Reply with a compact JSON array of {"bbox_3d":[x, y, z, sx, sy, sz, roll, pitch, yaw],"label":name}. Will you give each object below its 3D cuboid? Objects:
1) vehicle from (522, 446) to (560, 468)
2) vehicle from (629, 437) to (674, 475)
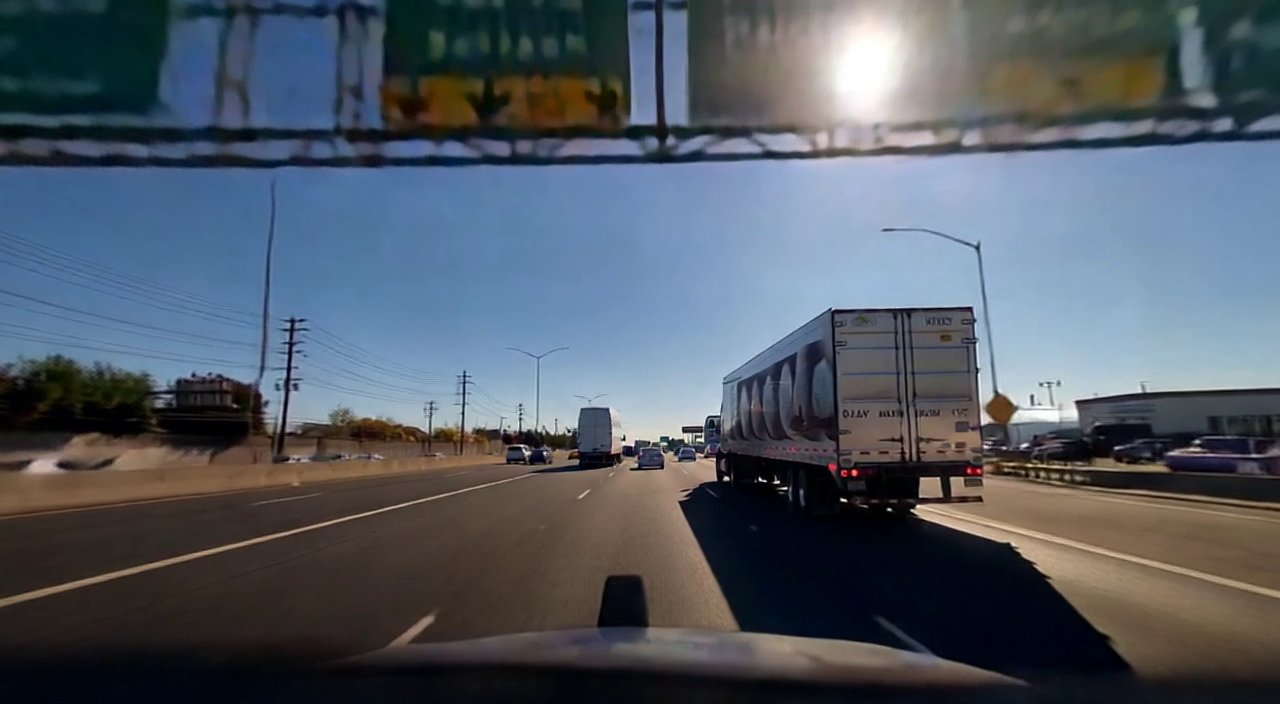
[{"bbox_3d":[-7.015,7.439,44.983,1.945,1.482,4.109,0,-8,1],"label":"vehicle"},{"bbox_3d":[0.601,5.560,33.933,2.279,1.837,4.747,0,-8,1],"label":"vehicle"}]
